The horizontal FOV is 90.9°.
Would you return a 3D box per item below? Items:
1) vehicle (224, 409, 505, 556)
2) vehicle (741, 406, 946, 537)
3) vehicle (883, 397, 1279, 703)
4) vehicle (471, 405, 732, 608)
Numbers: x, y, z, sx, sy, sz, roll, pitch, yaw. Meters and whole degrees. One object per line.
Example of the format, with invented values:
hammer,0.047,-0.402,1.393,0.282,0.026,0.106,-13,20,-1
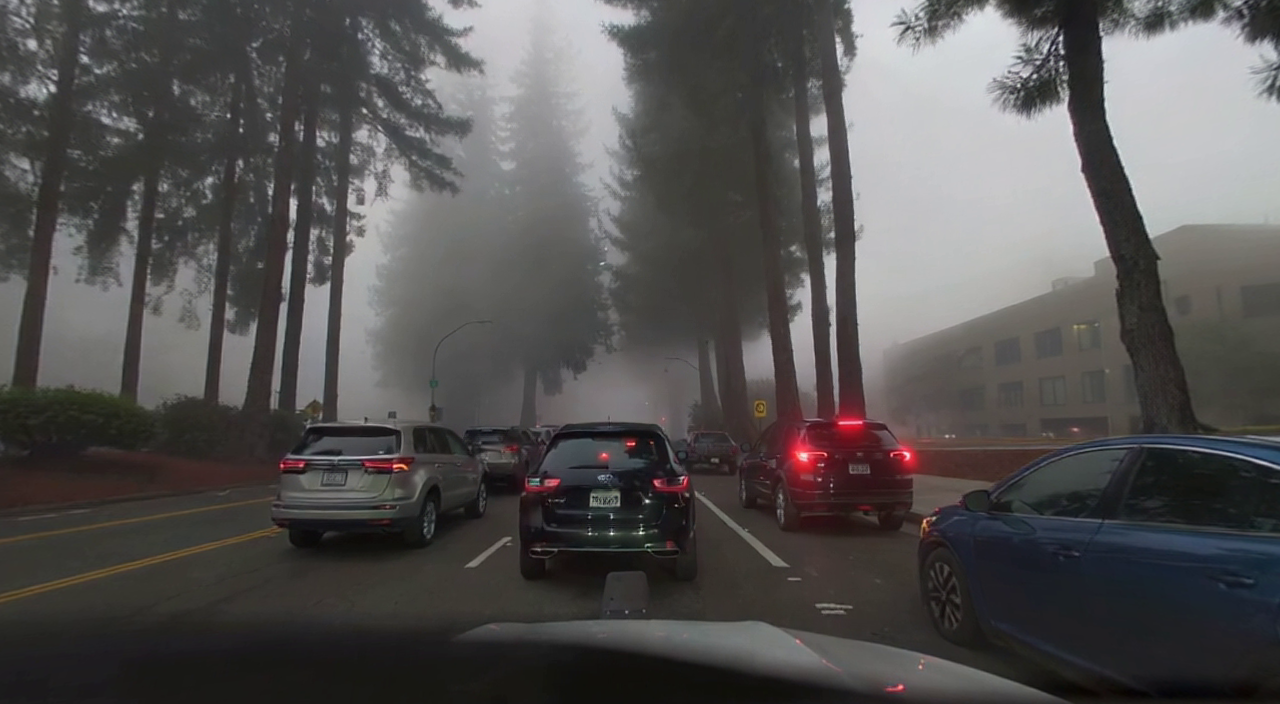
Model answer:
vehicle,-3.768,1.892,9.892,2.141,1.718,4.809,0,-8,1
vehicle,3.327,2.082,11.536,2.117,1.879,4.715,0,-8,-1
vehicle,3.234,1.070,3.375,2.045,1.459,4.462,0,-8,-1
vehicle,-0.359,1.586,7.422,2.114,1.631,4.459,0,-8,-1
